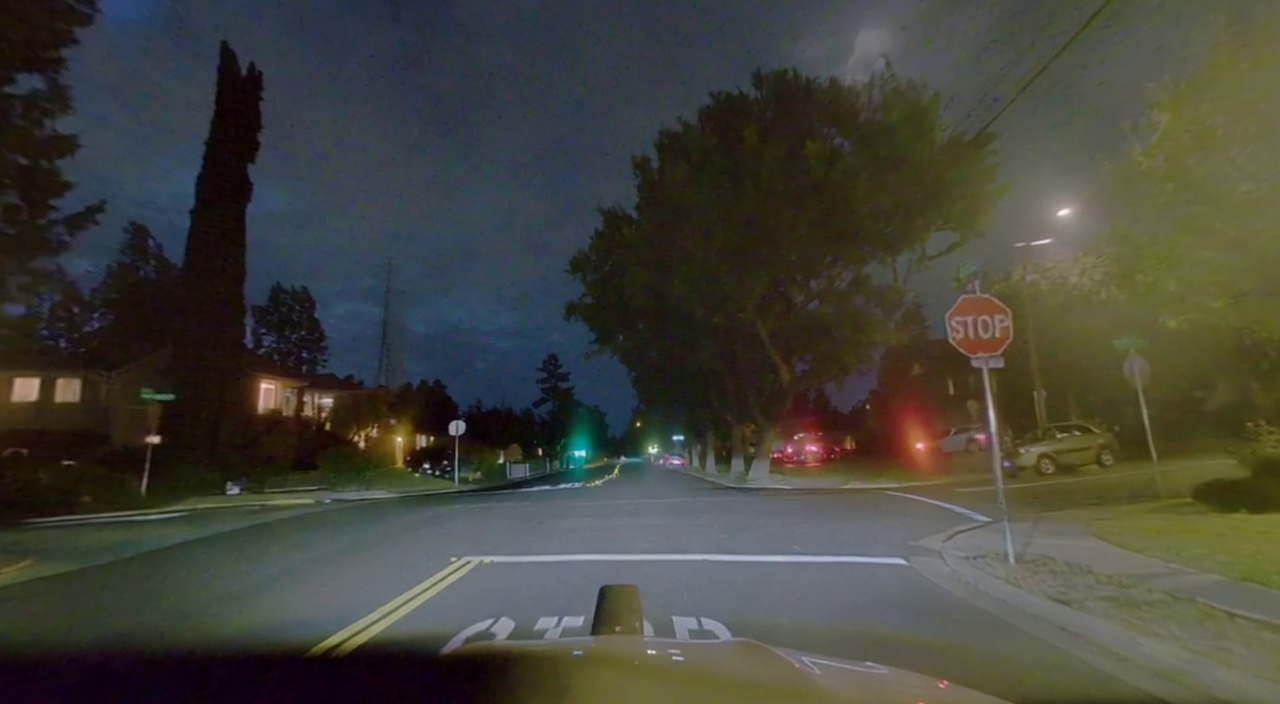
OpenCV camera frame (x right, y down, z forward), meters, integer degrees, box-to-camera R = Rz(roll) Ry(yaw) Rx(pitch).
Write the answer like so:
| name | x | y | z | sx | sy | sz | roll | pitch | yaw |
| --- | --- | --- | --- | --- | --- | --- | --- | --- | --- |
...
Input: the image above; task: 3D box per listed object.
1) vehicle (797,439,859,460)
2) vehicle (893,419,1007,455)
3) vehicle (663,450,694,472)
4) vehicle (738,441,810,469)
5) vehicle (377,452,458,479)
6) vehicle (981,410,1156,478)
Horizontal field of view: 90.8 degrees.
| name | x | y | z | sx | sy | sz | roll | pitch | yaw |
| --- | --- | --- | --- | --- | --- | --- | --- | --- | --- |
| vehicle | 13.619 | 7.020 | 45.659 | 4.032 | 1.444 | 1.747 | 3 | -9 | -23 |
| vehicle | 14.791 | 4.140 | 30.428 | 1.960 | 1.584 | 4.669 | 3 | -9 | -23 |
| vehicle | 2.934 | 8.483 | 49.248 | 2.000 | 1.560 | 4.487 | 0 | -8 | -2 |
| vehicle | 9.216 | 7.137 | 43.557 | 4.399 | 1.537 | 1.859 | 4 | -20 | -21 |
| vehicle | -12.537 | 6.405 | 35.739 | 3.937 | 1.390 | 1.644 | 0 | -7 | -1 |
| vehicle | 14.924 | 3.237 | 22.107 | 4.788 | 1.875 | 2.148 | 1 | -20 | -16 |
